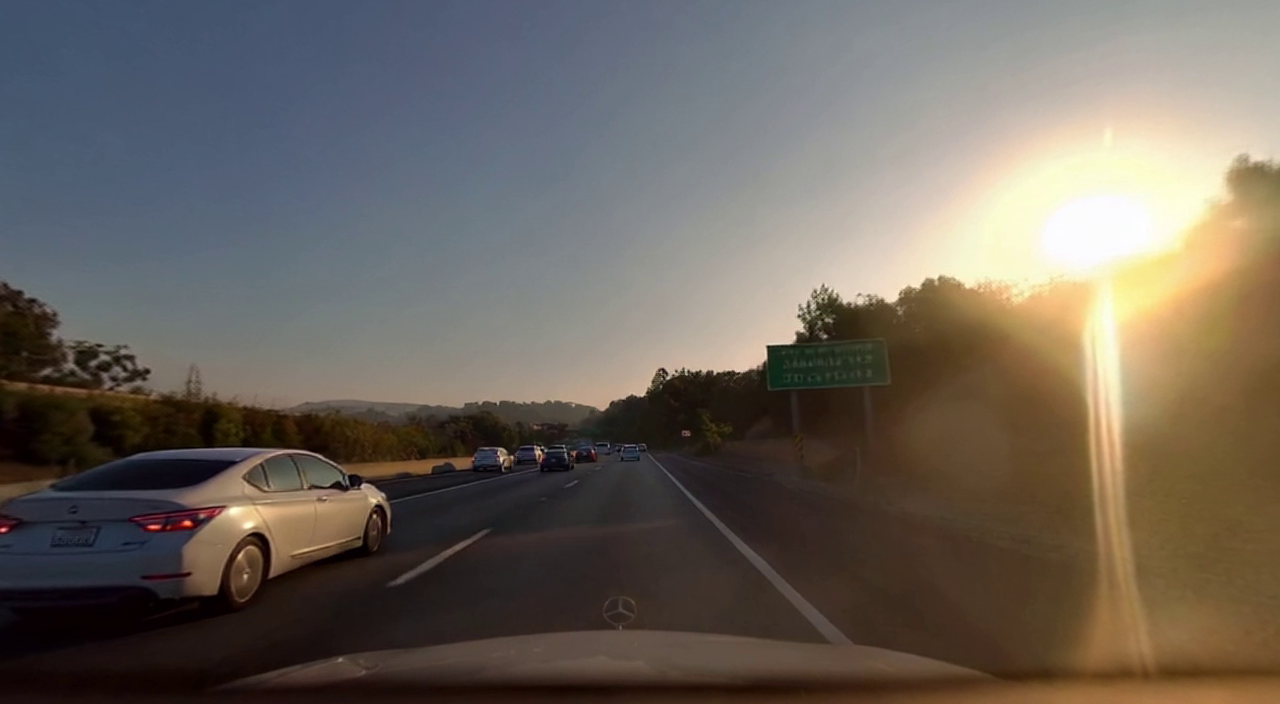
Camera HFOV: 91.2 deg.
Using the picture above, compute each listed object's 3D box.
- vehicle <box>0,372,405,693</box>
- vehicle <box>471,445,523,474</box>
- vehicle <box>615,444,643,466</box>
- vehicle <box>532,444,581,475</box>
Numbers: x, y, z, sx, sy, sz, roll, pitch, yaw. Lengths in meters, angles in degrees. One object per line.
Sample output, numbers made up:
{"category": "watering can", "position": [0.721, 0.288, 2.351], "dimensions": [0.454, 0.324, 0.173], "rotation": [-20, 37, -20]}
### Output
{"category": "vehicle", "position": [-4.128, 1.359, 5.861], "dimensions": [2.074, 1.779, 4.588], "rotation": [0, -9, 0]}
{"category": "vehicle", "position": [-7.909, 5.959, 35.007], "dimensions": [1.936, 1.516, 3.904], "rotation": [0, -9, 0]}
{"category": "vehicle", "position": [-0.779, 7.627, 46.476], "dimensions": [2.023, 1.479, 3.718], "rotation": [0, -9, 0]}
{"category": "vehicle", "position": [-4.210, 5.476, 32.174], "dimensions": [1.988, 1.477, 4.118], "rotation": [0, -9, 0]}
